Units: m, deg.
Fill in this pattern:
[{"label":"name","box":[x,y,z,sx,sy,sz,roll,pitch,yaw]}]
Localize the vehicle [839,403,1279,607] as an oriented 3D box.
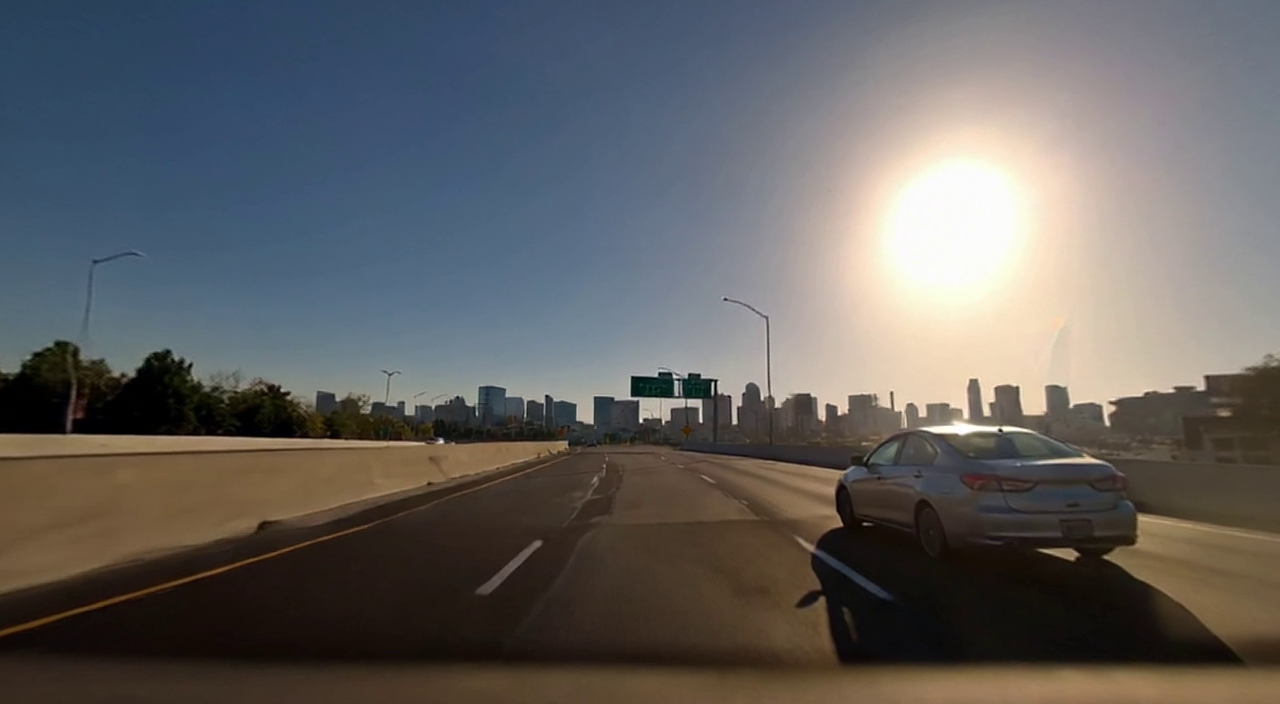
[{"label":"vehicle","box":[4.135,1.500,7.321,2.104,1.575,4.698,0,-7,0]}]
